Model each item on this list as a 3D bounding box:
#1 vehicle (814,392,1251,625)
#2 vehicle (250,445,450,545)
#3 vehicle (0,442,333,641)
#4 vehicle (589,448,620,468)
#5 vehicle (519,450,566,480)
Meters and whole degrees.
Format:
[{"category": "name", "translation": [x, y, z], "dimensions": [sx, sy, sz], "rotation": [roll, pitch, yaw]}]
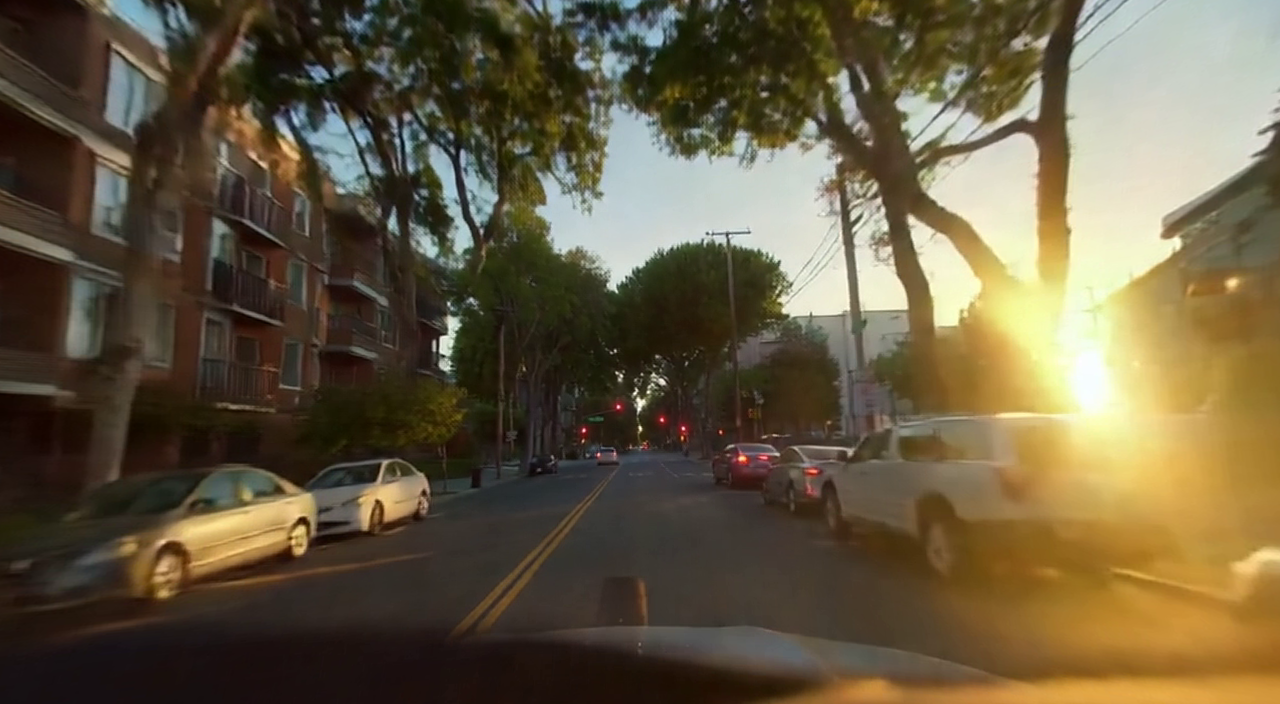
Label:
[{"category": "vehicle", "translation": [3.939, 1.663, 7.915], "dimensions": [2.093, 1.857, 5.414], "rotation": [1, -8, 1]}, {"category": "vehicle", "translation": [-5.951, 2.938, 13.765], "dimensions": [2.142, 1.775, 4.428], "rotation": [0, -8, 2]}, {"category": "vehicle", "translation": [-5.841, 2.066, 7.846], "dimensions": [1.929, 1.681, 4.216], "rotation": [-5, -8, 0]}, {"category": "vehicle", "translation": [-2.669, 8.073, 48.256], "dimensions": [2.029, 1.438, 4.313], "rotation": [0, -8, 0]}, {"category": "vehicle", "translation": [-5.770, 6.737, 37.952], "dimensions": [1.947, 1.473, 4.397], "rotation": [-5, -9, 1]}]
